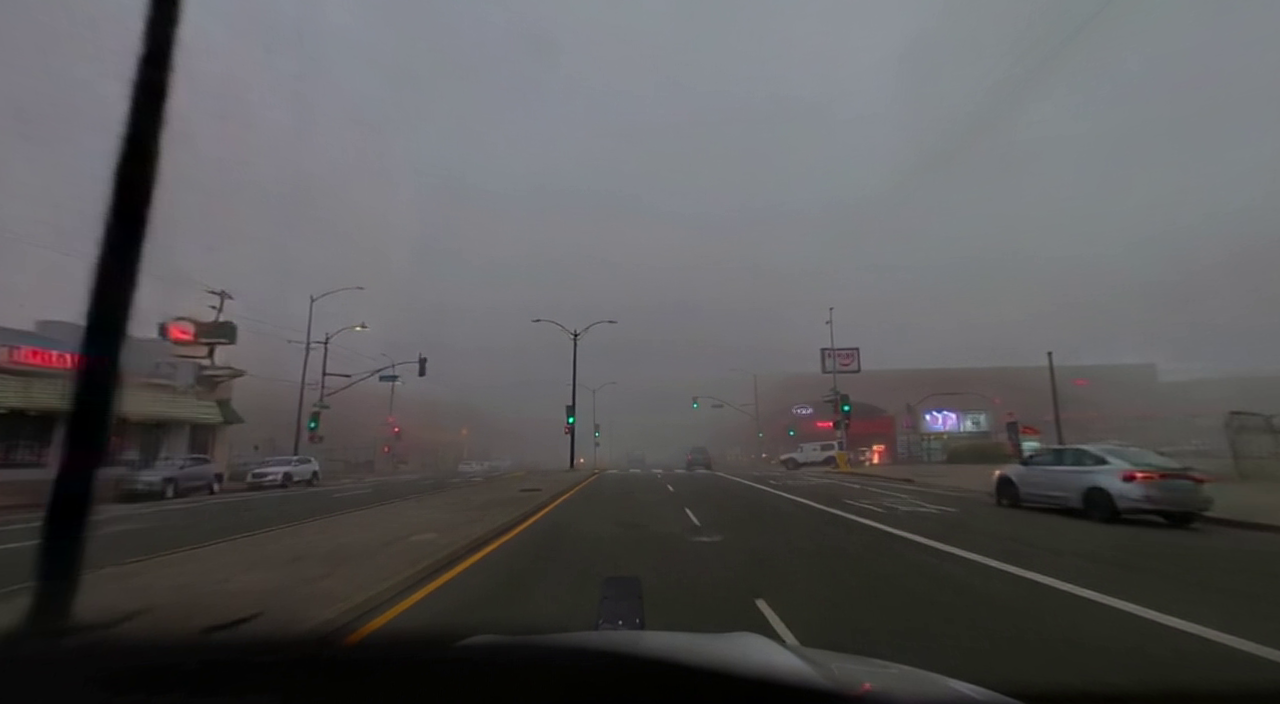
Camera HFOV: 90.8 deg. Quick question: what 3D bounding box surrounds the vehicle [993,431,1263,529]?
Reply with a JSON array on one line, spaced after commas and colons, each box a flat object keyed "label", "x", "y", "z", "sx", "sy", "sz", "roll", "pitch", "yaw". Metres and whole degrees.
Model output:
[{"label": "vehicle", "x": 9.852, "y": 2.583, "z": 13.396, "sx": 2.019, "sy": 1.694, "sz": 4.491, "roll": 0, "pitch": -8, "yaw": -2}]

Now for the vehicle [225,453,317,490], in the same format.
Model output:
[{"label": "vehicle", "x": -18.181, "y": 5.881, "z": 31.441, "sx": 1.882, "sy": 1.645, "sz": 4.511, "roll": 0, "pitch": -9, "yaw": -1}]

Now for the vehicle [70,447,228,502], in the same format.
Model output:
[{"label": "vehicle", "x": -17.983, "y": 4.531, "z": 23.530, "sx": 1.944, "sy": 1.794, "sz": 4.849, "roll": 0, "pitch": -10, "yaw": 0}]

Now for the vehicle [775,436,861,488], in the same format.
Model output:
[{"label": "vehicle", "x": 6.374, "y": 3.984, "z": 23.225, "sx": 1.974, "sy": 1.679, "sz": 4.611, "roll": 0, "pitch": -8, "yaw": 2}]
